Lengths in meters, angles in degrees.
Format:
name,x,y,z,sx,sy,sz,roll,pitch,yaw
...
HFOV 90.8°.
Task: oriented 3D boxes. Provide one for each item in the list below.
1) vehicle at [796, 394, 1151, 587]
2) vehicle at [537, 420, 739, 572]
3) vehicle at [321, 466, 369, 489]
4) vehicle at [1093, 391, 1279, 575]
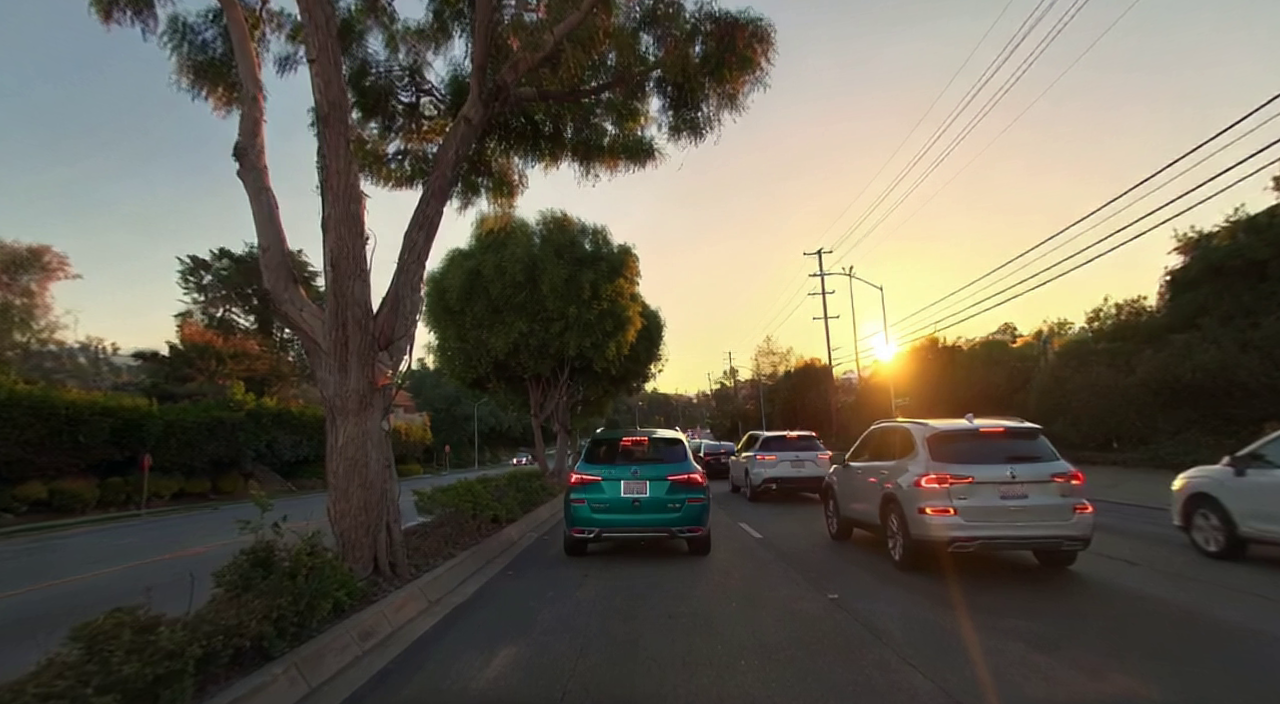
name,x,y,z,sx,sy,sz,roll,pitch,yaw
vehicle,3.513,1.549,7.823,2.001,1.707,4.250,0,-8,-1
vehicle,-0.055,1.885,9.089,2.199,1.641,4.232,0,-8,-1
vehicle,-22.910,9.712,49.163,1.847,1.554,3.926,0,-8,-1
vehicle,7.160,1.273,6.161,2.018,1.757,4.715,0,-8,1
